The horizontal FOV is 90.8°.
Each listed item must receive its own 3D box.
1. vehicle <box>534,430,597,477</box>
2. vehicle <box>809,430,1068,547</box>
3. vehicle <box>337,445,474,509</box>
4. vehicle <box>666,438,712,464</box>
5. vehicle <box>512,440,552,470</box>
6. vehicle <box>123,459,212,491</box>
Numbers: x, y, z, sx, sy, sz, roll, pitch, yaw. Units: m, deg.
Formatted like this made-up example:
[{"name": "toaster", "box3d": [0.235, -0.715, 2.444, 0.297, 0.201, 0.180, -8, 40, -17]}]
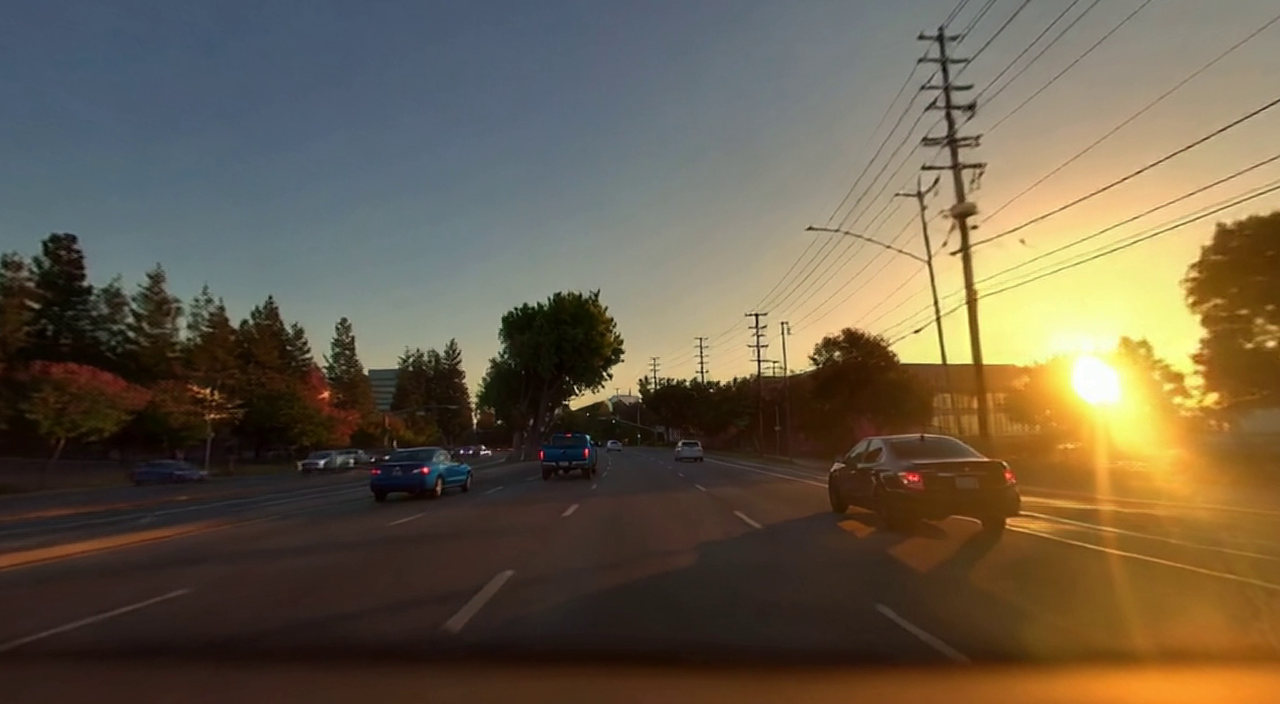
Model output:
[{"name": "vehicle", "box3d": [-3.438, 4.840, 30.367, 2.467, 1.991, 6.089, 0, -8, -2]}, {"name": "vehicle", "box3d": [4.348, 2.039, 10.220, 1.840, 1.428, 4.602, 0, -8, -1]}, {"name": "vehicle", "box3d": [-6.298, 3.378, 17.674, 2.035, 1.497, 4.723, -1, -8, 0]}, {"name": "vehicle", "box3d": [2.850, 5.922, 37.911, 2.071, 1.435, 4.226, 0, -8, -5]}, {"name": "vehicle", "box3d": [-7.440, 7.176, 43.866, 2.169, 1.865, 4.739, 3, -11, -3]}, {"name": "vehicle", "box3d": [-28.778, 7.497, 38.674, 1.911, 1.701, 4.473, -1, -8, 0]}]
